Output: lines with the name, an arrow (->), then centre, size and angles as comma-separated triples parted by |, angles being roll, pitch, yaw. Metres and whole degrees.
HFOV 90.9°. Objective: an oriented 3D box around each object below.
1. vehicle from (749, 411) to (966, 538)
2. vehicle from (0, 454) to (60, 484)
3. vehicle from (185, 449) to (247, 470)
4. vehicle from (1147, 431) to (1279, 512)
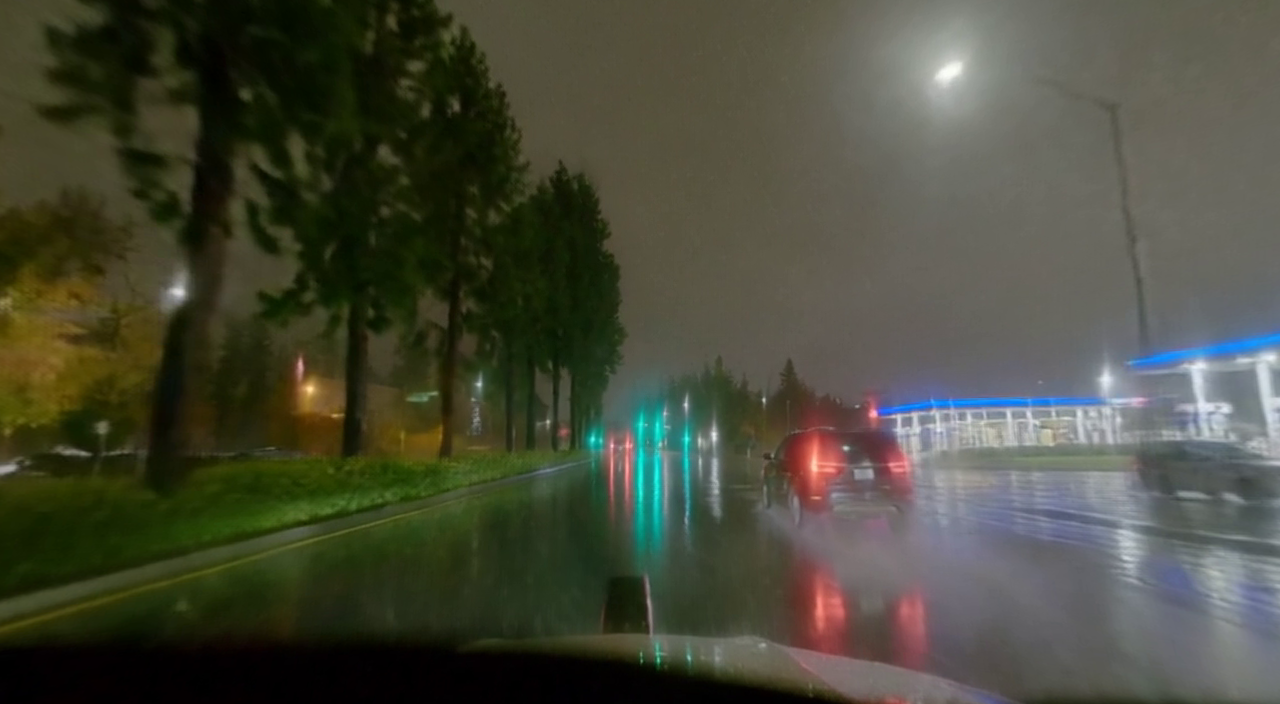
vehicle -> 3.480, 2.077, 11.342 | 2.151, 1.771, 4.792 | 0, -8, 0
vehicle -> -31.964, 5.830, 31.477 | 4.149, 1.418, 1.899 | -1, -8, 1
vehicle -> -31.842, 8.080, 47.432 | 3.408, 1.370, 1.770 | -2, -8, 0
vehicle -> 13.162, 2.381, 12.798 | 1.899, 1.514, 4.749 | -2, -8, 2
